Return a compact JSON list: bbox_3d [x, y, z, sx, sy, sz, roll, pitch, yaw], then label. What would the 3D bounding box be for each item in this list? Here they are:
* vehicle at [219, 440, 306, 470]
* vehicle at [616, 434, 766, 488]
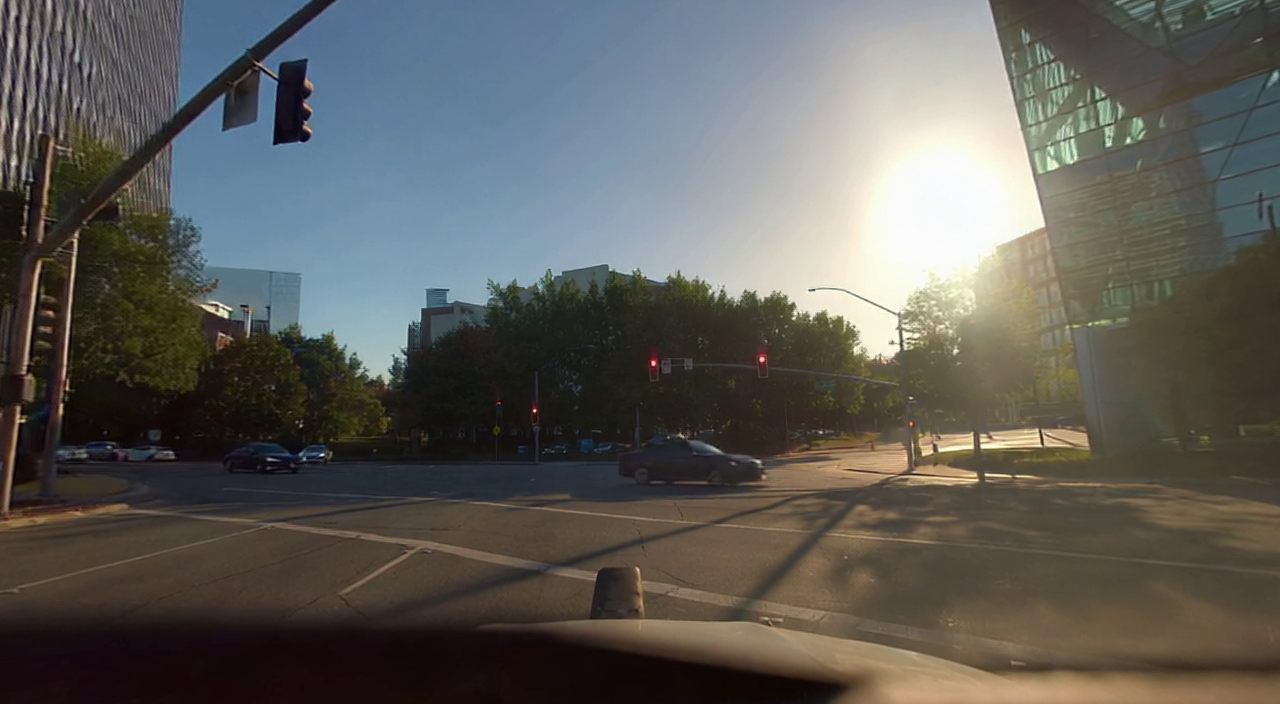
[{"bbox_3d":[-19.705,5.351,32.895,4.798,1.461,1.939,-6,-10,34],"label":"vehicle"},{"bbox_3d":[1.626,3.622,21.304,4.698,1.609,1.975,-7,-11,37],"label":"vehicle"}]
